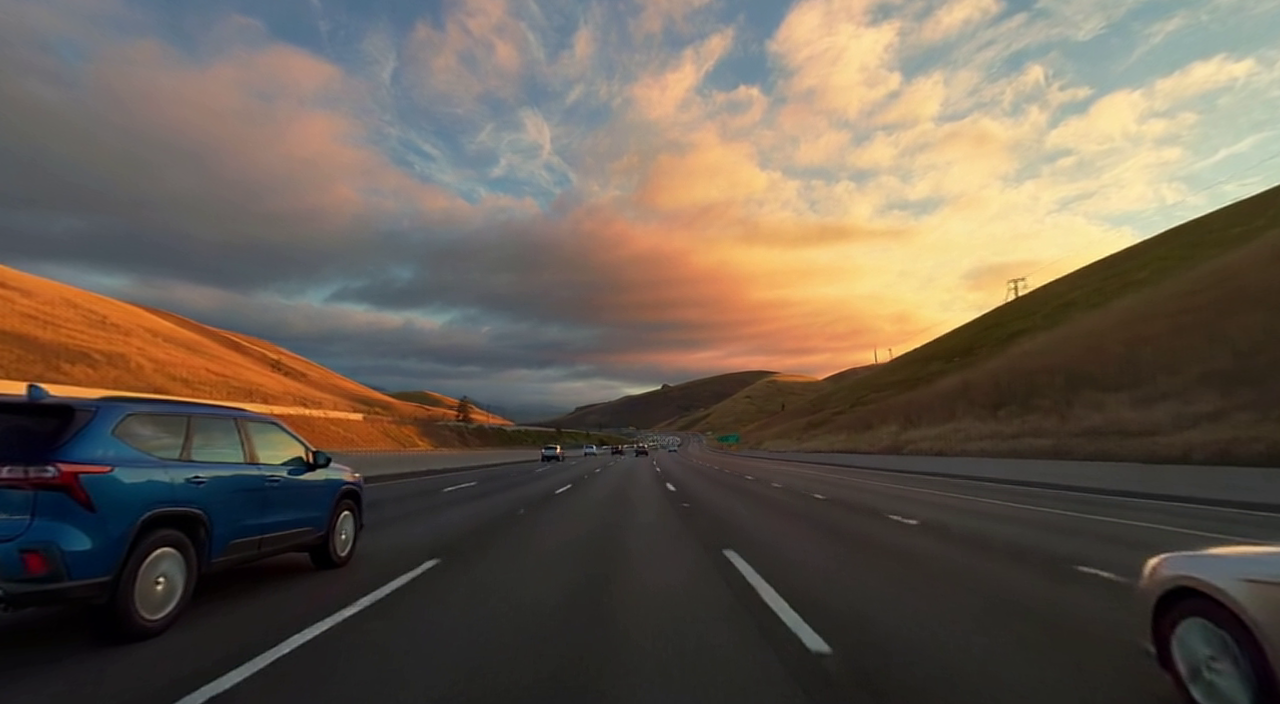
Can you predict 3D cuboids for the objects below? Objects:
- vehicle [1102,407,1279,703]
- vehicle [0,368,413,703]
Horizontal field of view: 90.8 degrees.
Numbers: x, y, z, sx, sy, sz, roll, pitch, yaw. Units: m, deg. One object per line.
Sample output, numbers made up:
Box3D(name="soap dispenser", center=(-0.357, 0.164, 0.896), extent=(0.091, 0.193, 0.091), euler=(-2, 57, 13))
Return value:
Box3D(name="vehicle", center=(3.596, 0.796, 1.382), extent=(1.847, 1.493, 4.303), euler=(0, -9, -1))
Box3D(name="vehicle", center=(-3.836, 1.279, 5.364), extent=(2.047, 1.715, 4.689), euler=(0, -9, 0))
